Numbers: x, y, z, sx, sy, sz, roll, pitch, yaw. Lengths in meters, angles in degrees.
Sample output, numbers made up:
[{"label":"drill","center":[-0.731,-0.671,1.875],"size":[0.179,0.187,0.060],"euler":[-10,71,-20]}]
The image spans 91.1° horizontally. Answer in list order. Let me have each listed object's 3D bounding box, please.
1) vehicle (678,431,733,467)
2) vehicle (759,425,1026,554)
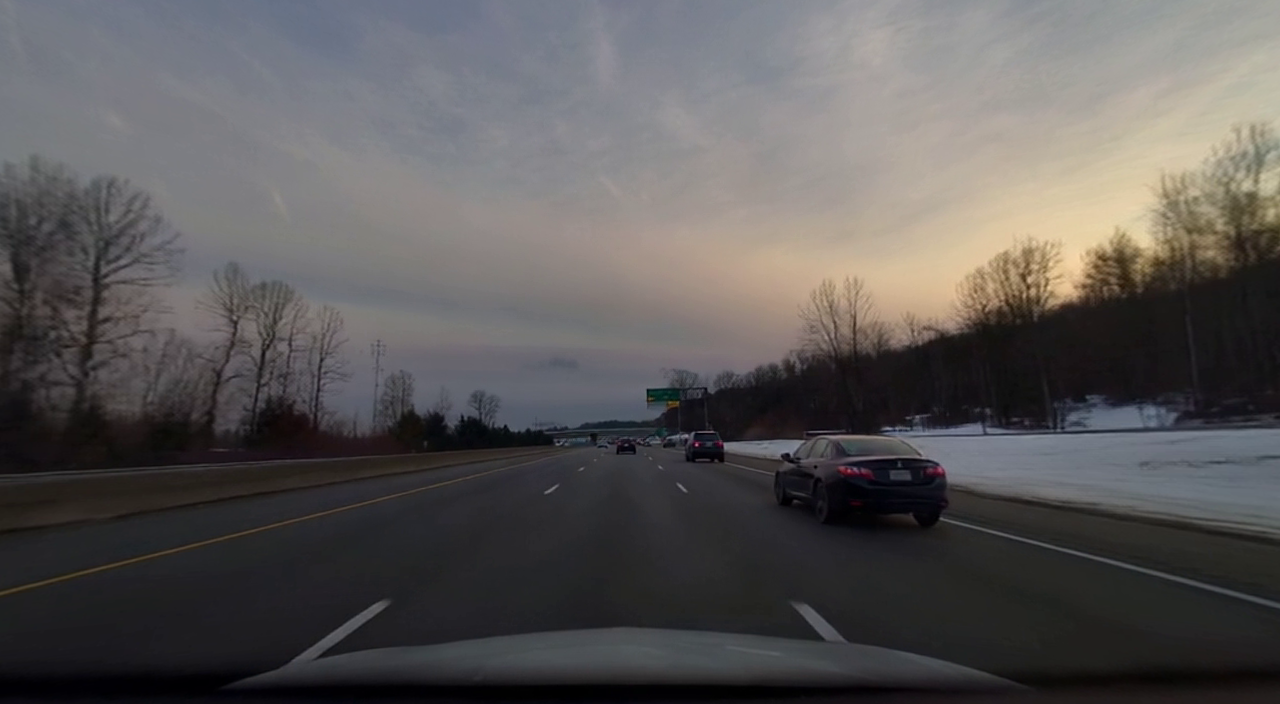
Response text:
[{"label":"vehicle","center":[3.176,4.786,31.319],"size":[2.098,1.677,4.275],"euler":[0,-8,-2]},{"label":"vehicle","center":[3.401,1.922,9.710],"size":[2.056,1.479,4.660],"euler":[0,-8,-2]}]
